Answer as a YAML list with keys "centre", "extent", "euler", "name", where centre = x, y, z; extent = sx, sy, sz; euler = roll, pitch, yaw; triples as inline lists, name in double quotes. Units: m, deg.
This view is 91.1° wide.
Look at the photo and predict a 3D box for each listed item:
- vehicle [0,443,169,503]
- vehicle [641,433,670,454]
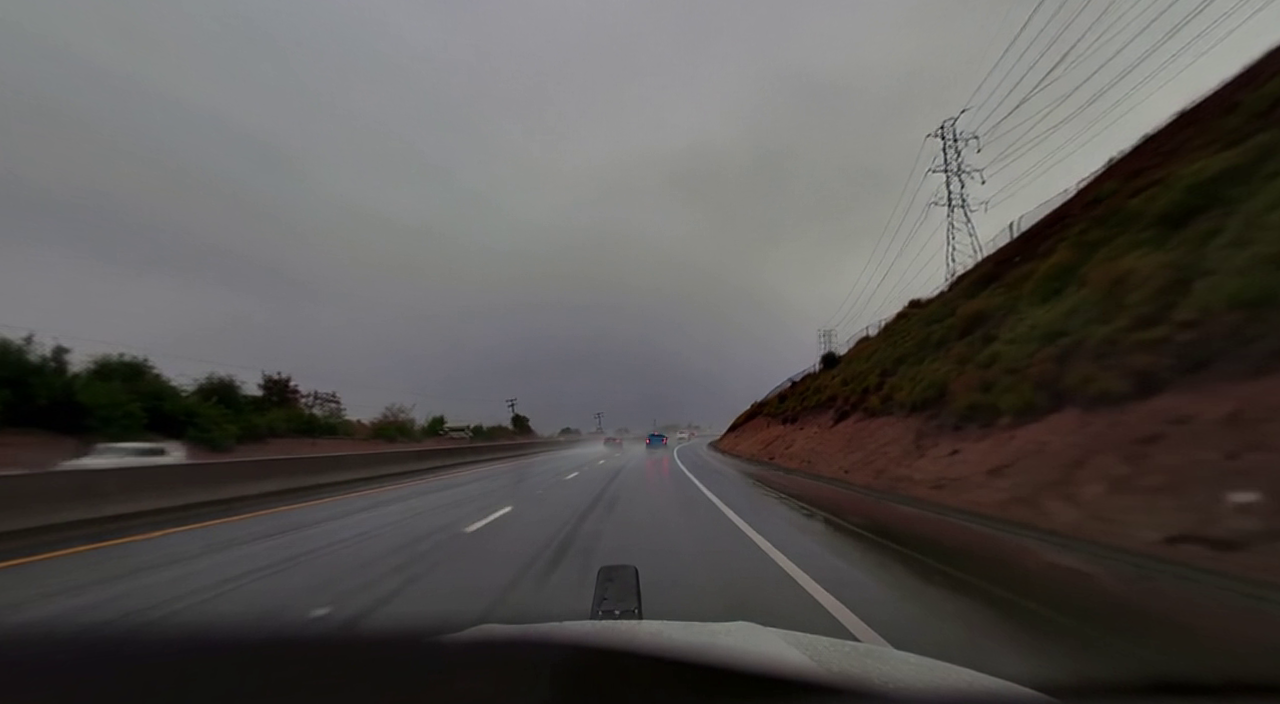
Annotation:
- centre: [-17.835, 3.761, 20.092]
  extent: [1.925, 1.628, 4.630]
  euler: [0, -8, 1]
  name: "vehicle"
- centre: [1.212, 6.939, 47.870]
  extent: [2.077, 1.523, 4.206]
  euler: [0, -8, 3]
  name: "vehicle"
